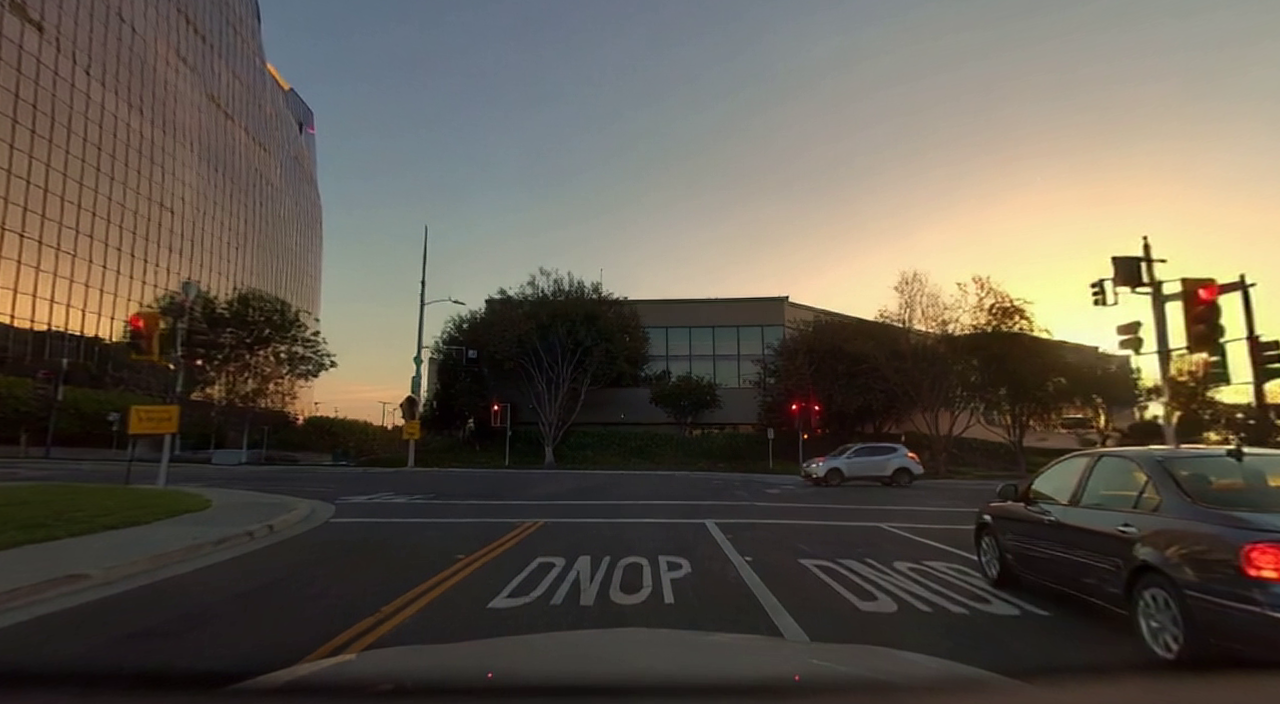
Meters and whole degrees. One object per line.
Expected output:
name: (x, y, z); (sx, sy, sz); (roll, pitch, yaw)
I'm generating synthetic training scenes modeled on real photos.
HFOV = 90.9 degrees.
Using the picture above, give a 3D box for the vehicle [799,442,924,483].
vehicle: (9.630, 4.781, 27.567); (4.715, 1.671, 2.030); (1, -9, -10)

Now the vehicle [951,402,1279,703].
vehicle: (3.957, 1.177, 3.834); (2.036, 1.583, 4.911); (-1, -8, 6)
